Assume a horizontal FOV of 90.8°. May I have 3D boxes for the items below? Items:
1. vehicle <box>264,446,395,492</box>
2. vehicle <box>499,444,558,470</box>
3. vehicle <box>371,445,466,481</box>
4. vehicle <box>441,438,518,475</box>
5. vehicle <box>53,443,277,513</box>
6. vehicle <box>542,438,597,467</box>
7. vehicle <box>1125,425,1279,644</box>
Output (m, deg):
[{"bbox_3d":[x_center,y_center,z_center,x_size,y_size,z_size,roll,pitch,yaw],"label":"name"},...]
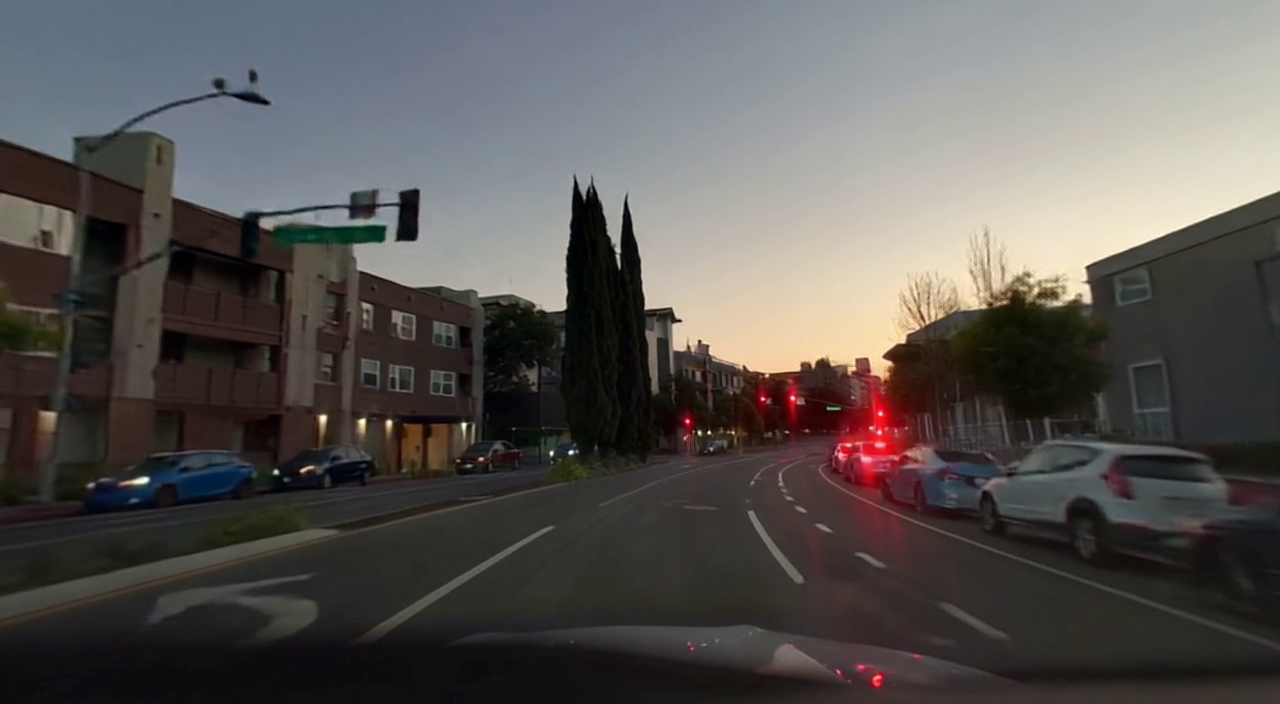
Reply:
[{"bbox_3d":[-10.883,4.098,22.583,1.841,1.444,4.554,-1,-9,9],"label":"vehicle"},{"bbox_3d":[-6.786,6.455,39.056,1.830,1.497,4.436,-2,-9,16],"label":"vehicle"},{"bbox_3d":[-9.771,4.929,28.366,1.811,1.459,4.702,-2,-9,12],"label":"vehicle"},{"bbox_3d":[-8.368,5.487,33.458,1.933,1.759,5.002,-2,-9,11],"label":"vehicle"},{"bbox_3d":[-11.716,3.089,16.087,1.882,1.508,4.476,-1,-8,7],"label":"vehicle"},{"bbox_3d":[-4.890,7.068,44.647,2.083,1.882,4.642,-2,-9,17],"label":"vehicle"},{"bbox_3d":[5.356,1.123,3.399,1.977,1.497,4.680,0,-8,4],"label":"vehicle"}]
